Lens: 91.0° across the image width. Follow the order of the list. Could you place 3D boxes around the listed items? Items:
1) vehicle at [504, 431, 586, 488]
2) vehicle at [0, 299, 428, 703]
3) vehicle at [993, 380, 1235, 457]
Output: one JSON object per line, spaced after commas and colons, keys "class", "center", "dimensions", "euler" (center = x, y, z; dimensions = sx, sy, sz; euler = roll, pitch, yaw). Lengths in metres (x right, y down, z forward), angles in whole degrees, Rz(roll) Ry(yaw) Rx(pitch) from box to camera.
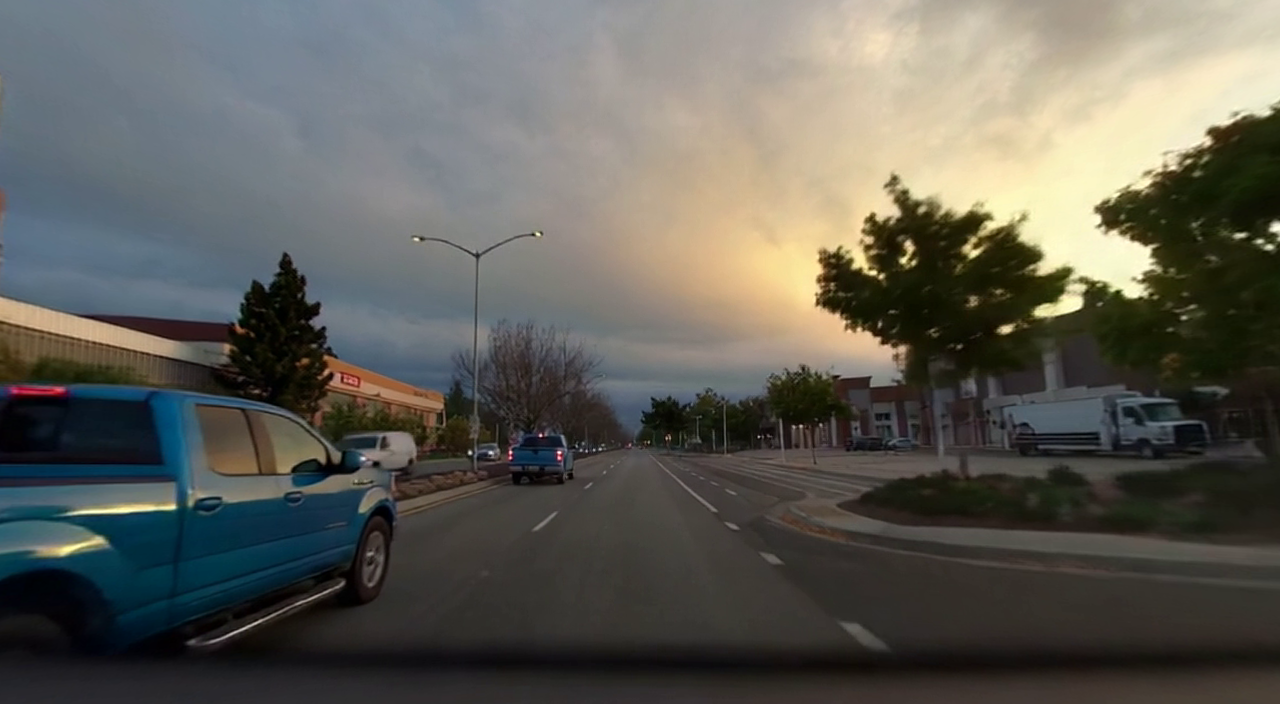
{"class": "vehicle", "center": [-3.251, 3.805, 22.694], "dimensions": [2.065, 1.790, 5.417], "euler": [0, -8, 1]}
{"class": "vehicle", "center": [-3.206, 0.929, 3.341], "dimensions": [2.277, 1.801, 5.250], "euler": [0, -8, 1]}
{"class": "vehicle", "center": [26.160, 4.063, 36.495], "dimensions": [2.948, 3.576, 13.937], "euler": [1, -8, -2]}
